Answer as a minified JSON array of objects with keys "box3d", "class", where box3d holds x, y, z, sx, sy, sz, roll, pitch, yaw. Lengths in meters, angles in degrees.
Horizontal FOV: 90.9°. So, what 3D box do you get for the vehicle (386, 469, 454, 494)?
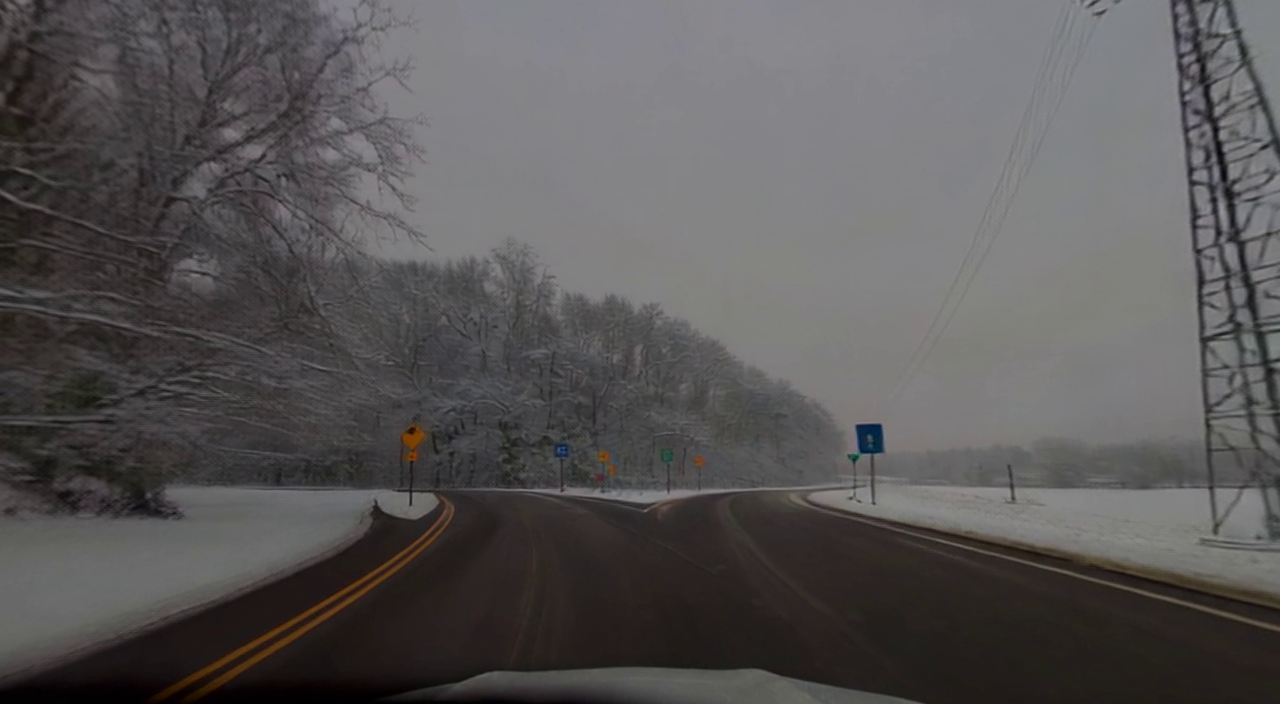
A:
[{"box3d":[-15.034,8.855,43.268,1.889,1.583,3.992,-6,-13,32],"class":"vehicle"}]
